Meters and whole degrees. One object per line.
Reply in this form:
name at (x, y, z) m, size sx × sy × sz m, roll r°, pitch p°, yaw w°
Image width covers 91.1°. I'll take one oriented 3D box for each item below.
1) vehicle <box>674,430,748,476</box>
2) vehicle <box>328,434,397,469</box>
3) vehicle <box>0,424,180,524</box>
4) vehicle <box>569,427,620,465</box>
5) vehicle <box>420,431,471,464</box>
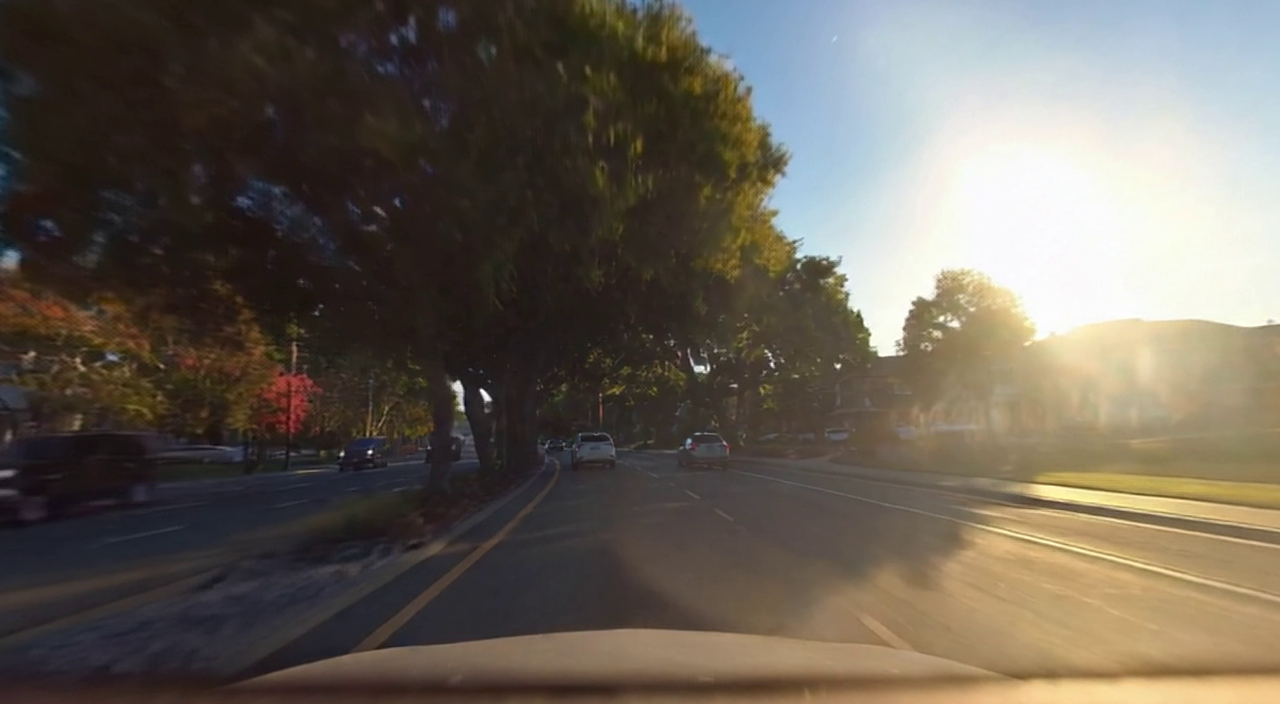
vehicle at (2.474, 3.663, 23.176) m, size 1.915 × 1.495 × 4.880 m, roll 1°, pitch -8°, yaw -3°
vehicle at (-15.522, 5.570, 35.465) m, size 2.288 × 1.842 × 4.837 m, roll 1°, pitch -8°, yaw -9°
vehicle at (-13.143, 2.589, 13.902) m, size 2.162 × 1.848 × 5.214 m, roll 0°, pitch -8°, yaw -3°
vehicle at (-2.429, 4.802, 32.256) m, size 2.165 × 1.783 × 4.391 m, roll 1°, pitch -8°, yaw -10°
vehicle at (-11.579, 5.685, 37.662) m, size 2.211 × 1.801 × 4.894 m, roll 1°, pitch -8°, yaw -10°
